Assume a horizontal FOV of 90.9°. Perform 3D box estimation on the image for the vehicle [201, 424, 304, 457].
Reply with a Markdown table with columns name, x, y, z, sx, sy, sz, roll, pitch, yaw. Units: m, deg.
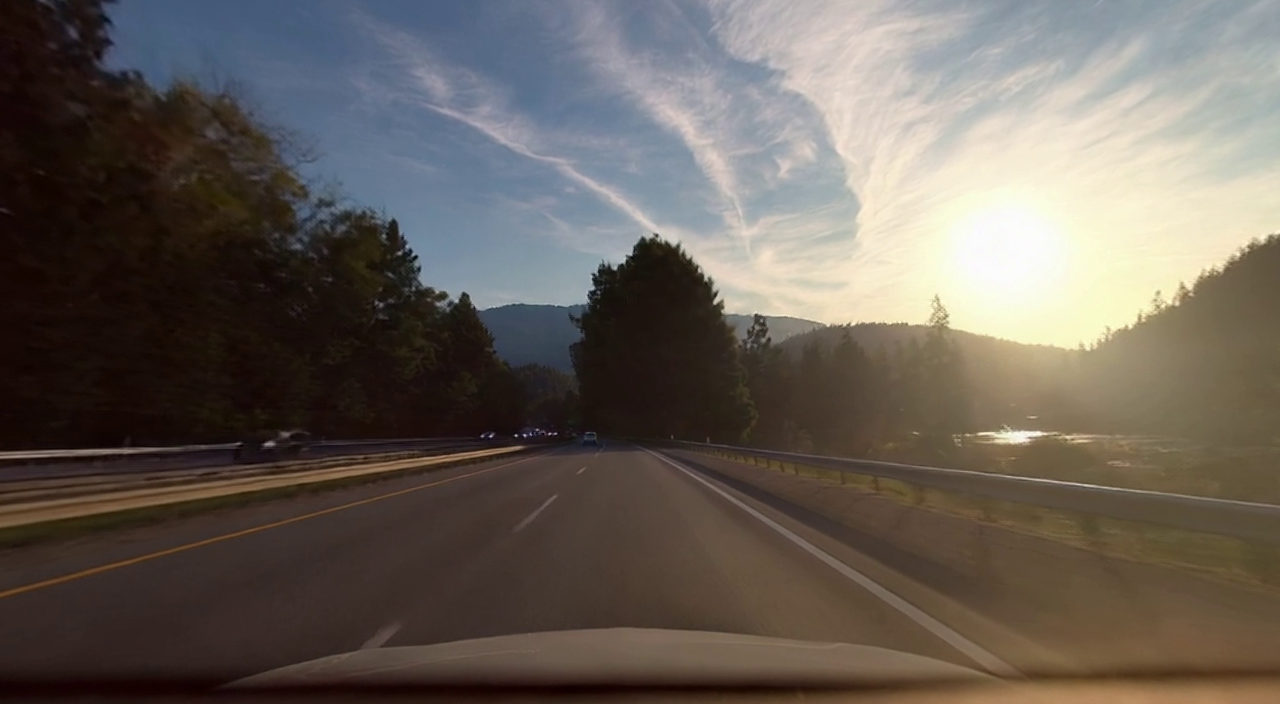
| name | x | y | z | sx | sy | sz | roll | pitch | yaw |
| --- | --- | --- | --- | --- | --- | --- | --- | --- | --- |
| vehicle | -17.544 | 4.039 | 28.835 | 1.838 | 1.376 | 4.687 | 0 | -8 | -1 |
